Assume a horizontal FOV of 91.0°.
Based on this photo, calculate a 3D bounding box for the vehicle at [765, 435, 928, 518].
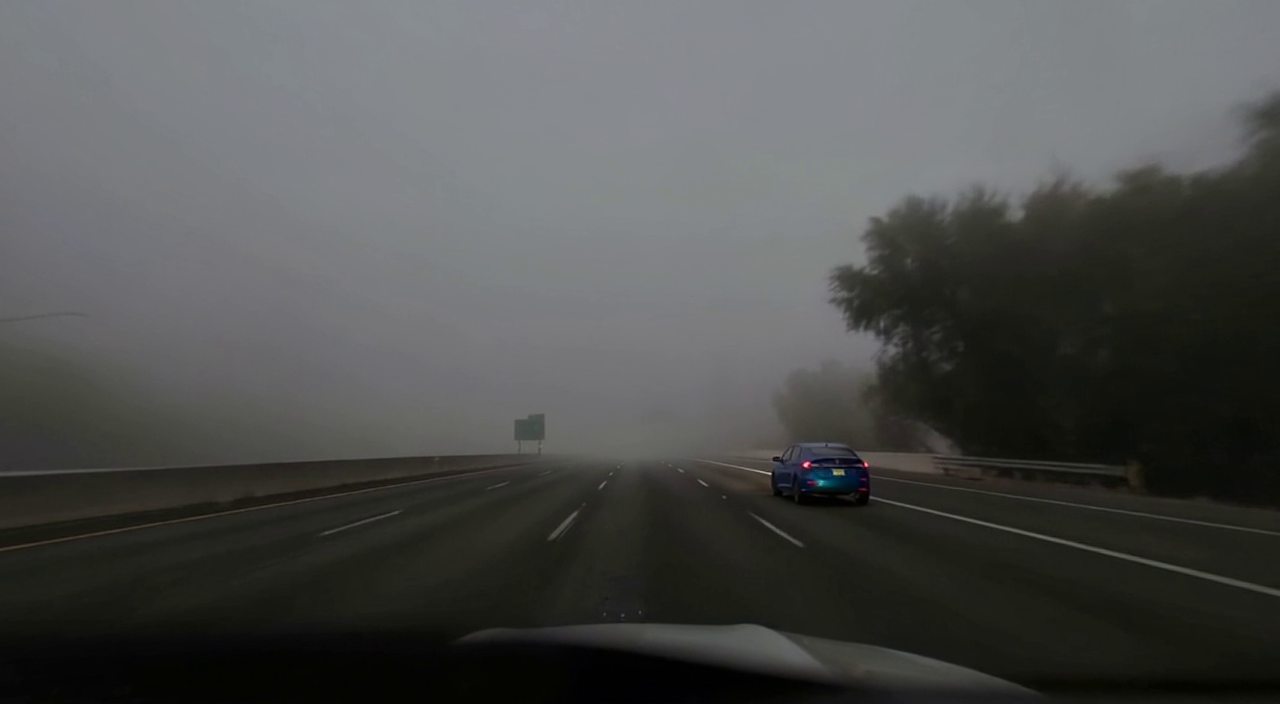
[{"bbox_3d":[4.218,2.619,13.761,2.033,1.501,4.398,0,-9,-1],"label":"vehicle"}]
